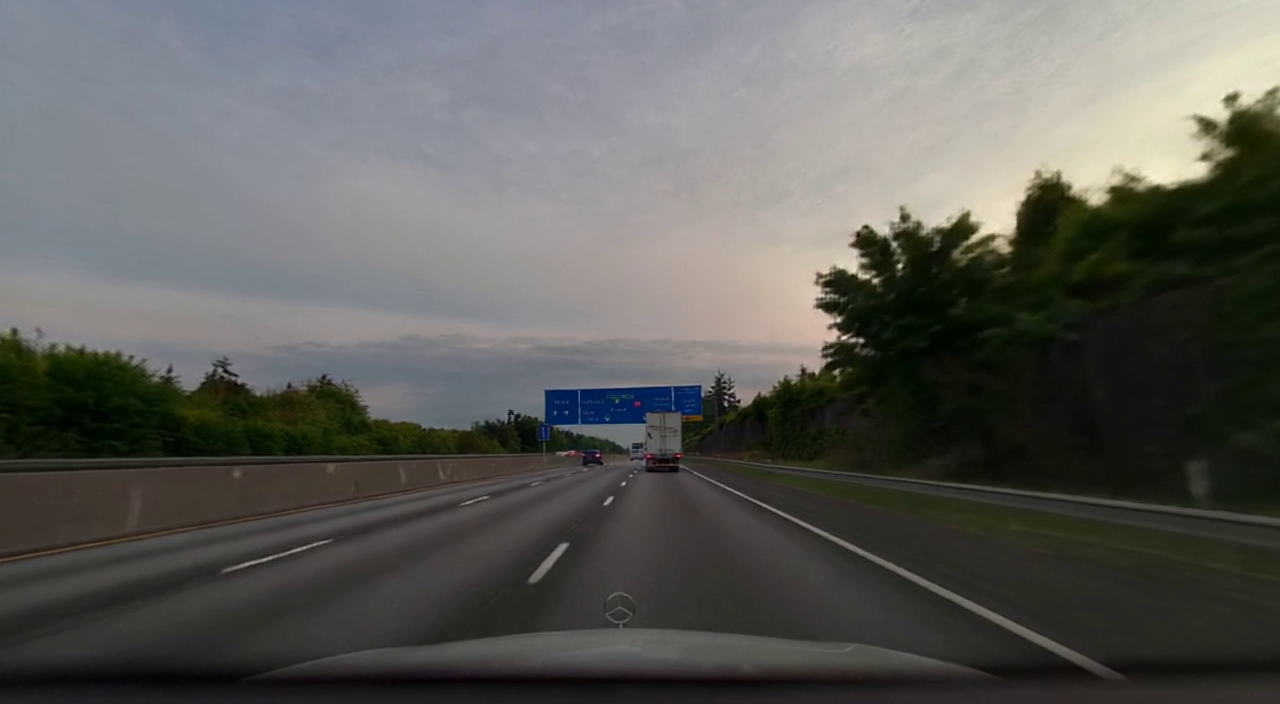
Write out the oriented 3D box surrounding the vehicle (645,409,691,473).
[{"bbox_3d":[1.918,6.789,47.427,2.901,4.032,14.338,0,-9,1],"label":"vehicle"}]
